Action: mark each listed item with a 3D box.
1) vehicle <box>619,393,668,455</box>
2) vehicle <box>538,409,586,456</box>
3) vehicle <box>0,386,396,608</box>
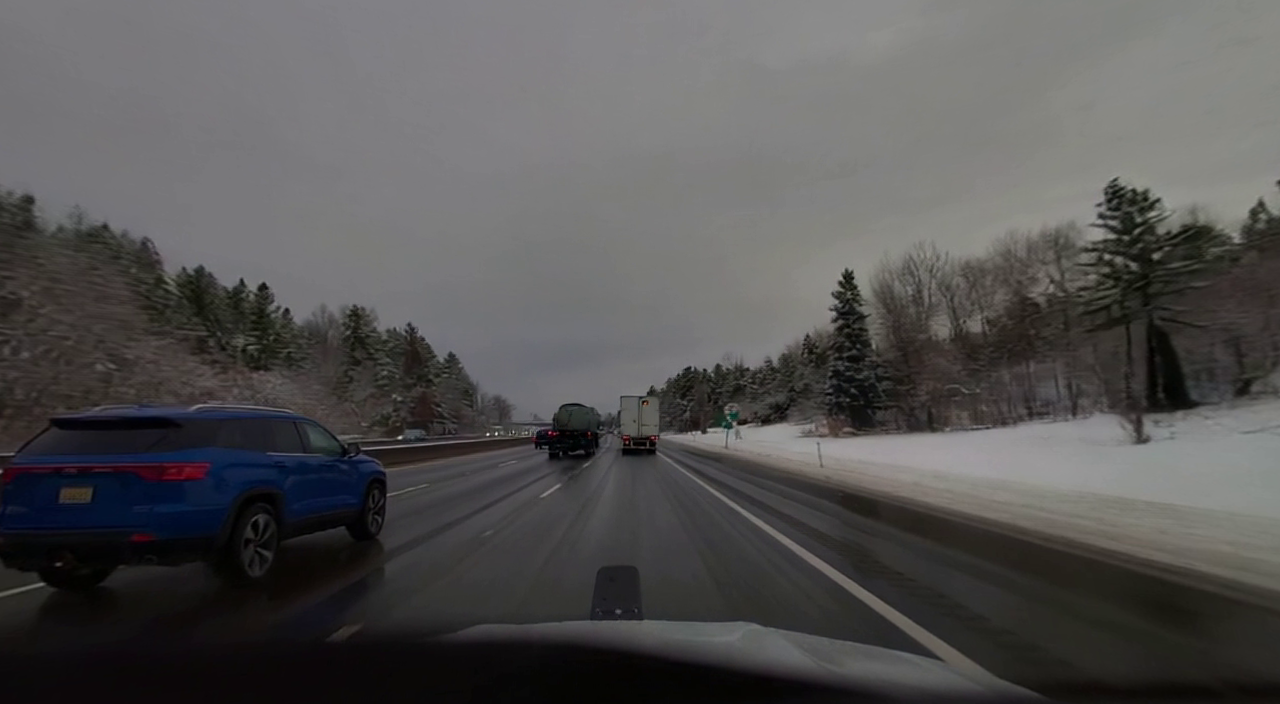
[{"bbox_3d":[0.070,5.168,44.567,3.078,3.955,8.774,0,-8,-3],"label":"vehicle"},{"bbox_3d":[-4.822,5.129,39.776,2.383,2.726,5.677,0,-8,0],"label":"vehicle"},{"bbox_3d":[-4.688,1.399,7.080,2.089,1.669,4.515,0,-8,0],"label":"vehicle"}]
